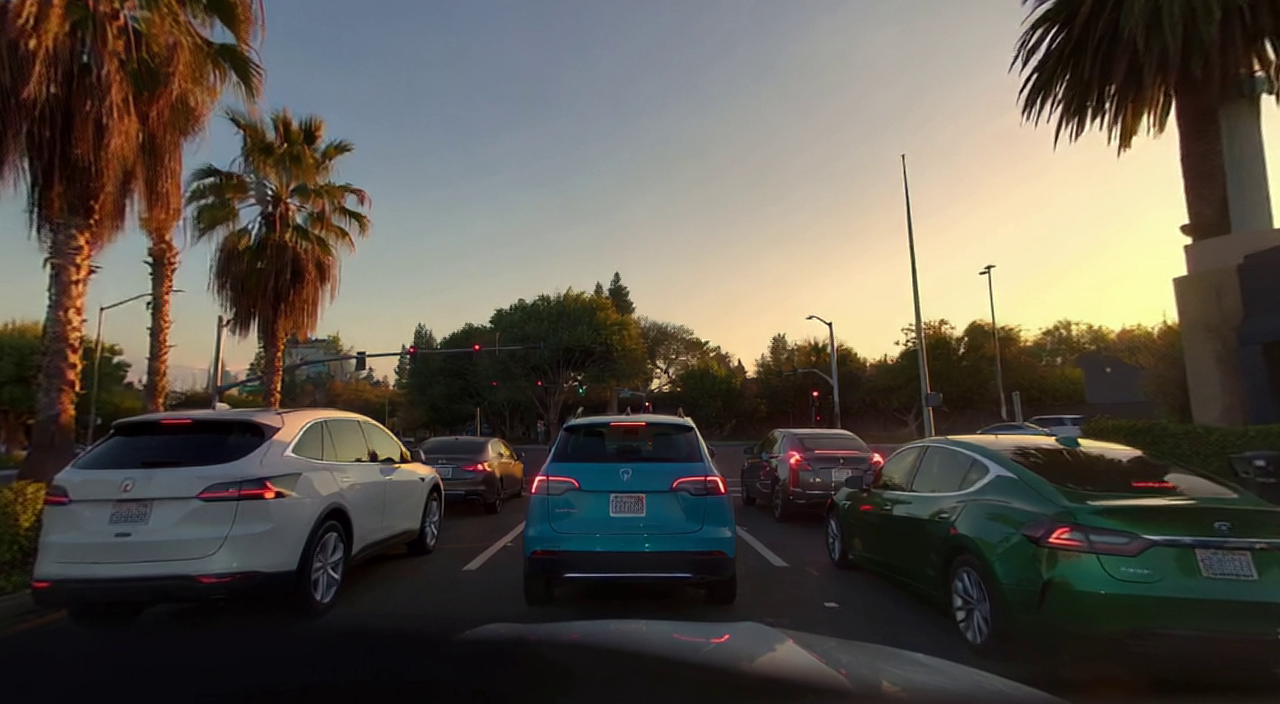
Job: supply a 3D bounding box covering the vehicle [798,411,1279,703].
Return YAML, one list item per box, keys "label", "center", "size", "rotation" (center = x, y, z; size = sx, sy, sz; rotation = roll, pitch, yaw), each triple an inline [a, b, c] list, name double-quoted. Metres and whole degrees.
- label: "vehicle"
  center: [2.960, 1.369, 5.263]
  size: [2.017, 1.491, 4.611]
  rotation: [0, -8, -1]

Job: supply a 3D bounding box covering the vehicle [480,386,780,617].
- label: "vehicle"
  center: [-0.134, 1.458, 7.065]
  size: [2.280, 1.747, 4.361]
  rotation: [0, -8, -2]

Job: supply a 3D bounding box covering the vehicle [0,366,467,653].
- label: "vehicle"
  center: [-3.355, 1.283, 6.129]
  size: [2.014, 1.755, 4.360]
  rotation: [0, -8, 1]
